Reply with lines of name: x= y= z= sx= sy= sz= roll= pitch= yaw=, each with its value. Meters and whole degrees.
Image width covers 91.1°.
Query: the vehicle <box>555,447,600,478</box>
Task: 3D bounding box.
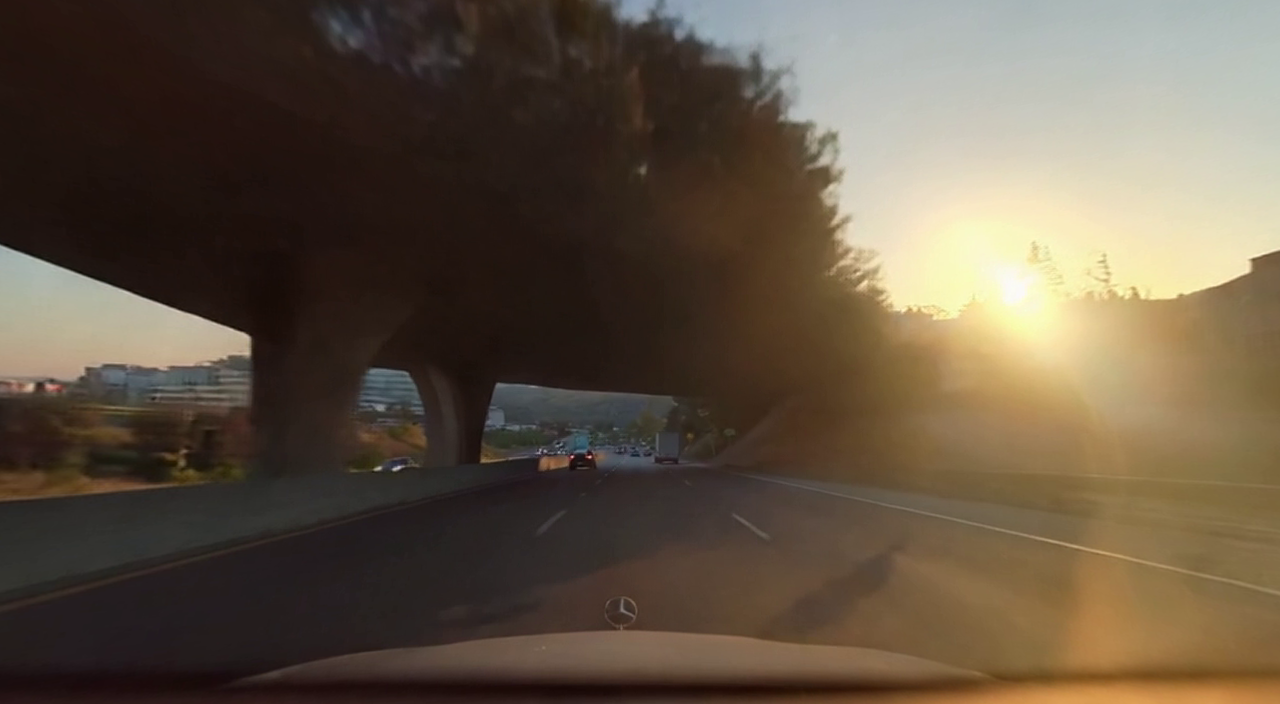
vehicle: x=-3.324 y=5.968 z=34.248 sx=2.100 sy=1.525 sz=4.179 roll=0 pitch=-9 yaw=0

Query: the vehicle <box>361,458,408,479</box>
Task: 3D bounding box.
vehicle: x=-20.074 y=9.126 z=49.544 sx=1.831 sy=1.465 sz=4.565 roll=0 pitch=-9 yaw=-1
